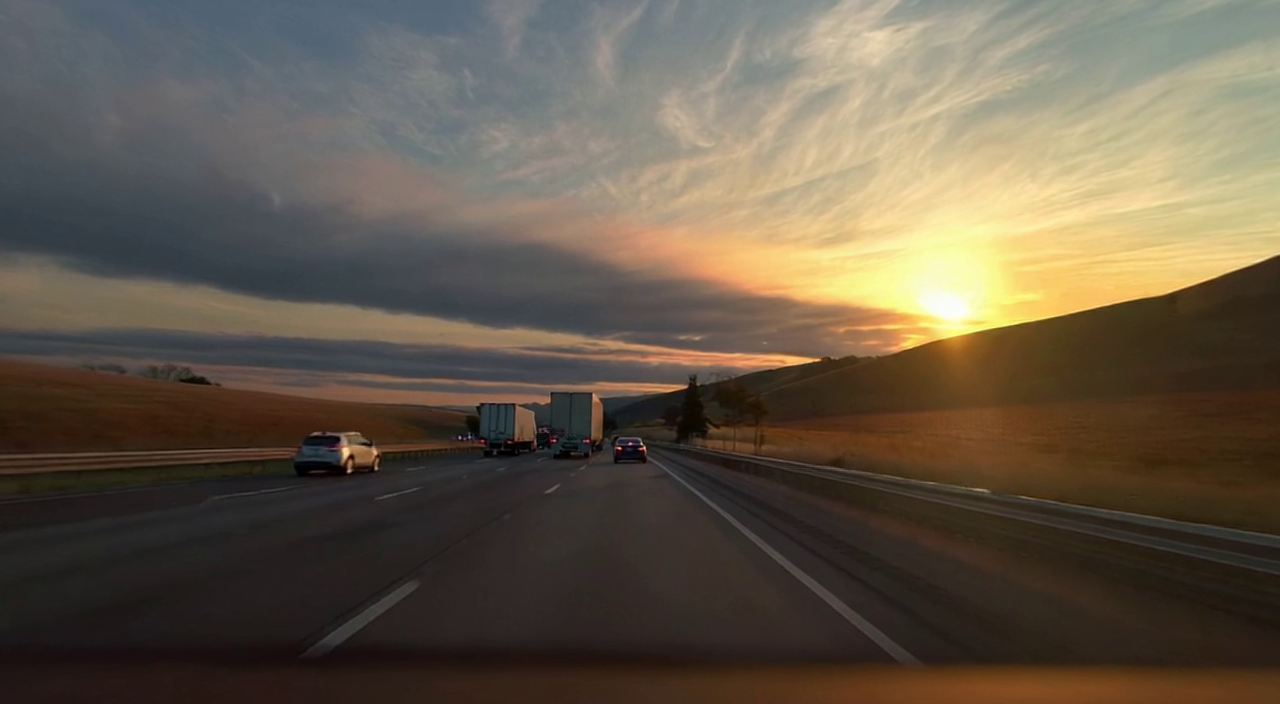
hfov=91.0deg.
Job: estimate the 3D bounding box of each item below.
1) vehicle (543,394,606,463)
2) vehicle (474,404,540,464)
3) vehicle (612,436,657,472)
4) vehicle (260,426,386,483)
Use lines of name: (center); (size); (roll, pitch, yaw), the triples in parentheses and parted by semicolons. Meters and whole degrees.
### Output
vehicle: (-4.312, 5.741, 45.886); (3.475, 4.037, 17.454); (0, -8, -2)
vehicle: (-8.191, 5.213, 39.673); (2.728, 3.405, 7.096); (0, -8, -2)
vehicle: (-0.305, 4.489, 27.960); (1.891, 1.477, 3.599); (0, -8, -2)
vehicle: (-11.369, 3.686, 23.041); (2.153, 1.841, 4.790); (0, -8, -1)
